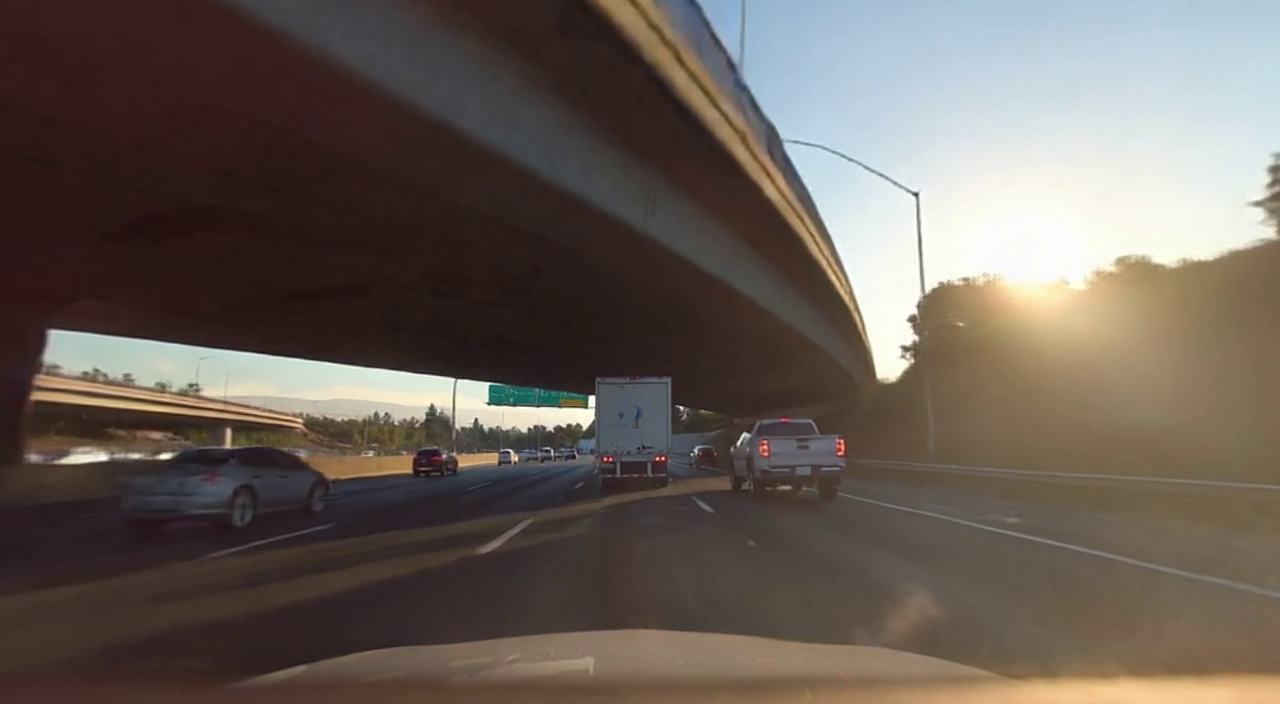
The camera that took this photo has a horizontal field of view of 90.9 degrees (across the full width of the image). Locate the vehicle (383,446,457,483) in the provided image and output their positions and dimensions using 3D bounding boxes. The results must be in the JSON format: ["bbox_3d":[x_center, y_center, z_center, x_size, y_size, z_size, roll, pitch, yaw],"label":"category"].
[{"bbox_3d":[-11.287,5.782,32.826,2.119,1.747,5.121,0,-9,-1],"label":"vehicle"}]

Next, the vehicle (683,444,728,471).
[{"bbox_3d":[4.017,6.564,39.398,2.108,1.508,4.744,0,-9,-2],"label":"vehicle"}]

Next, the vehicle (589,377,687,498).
[{"bbox_3d":[-0.206,3.383,24.338,2.916,3.584,10.841,0,-9,-1],"label":"vehicle"}]

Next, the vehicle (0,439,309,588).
[{"bbox_3d":[-6.996,2.046,8.949,2.057,1.506,4.829,0,-9,-1],"label":"vehicle"}]

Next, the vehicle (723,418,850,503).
[{"bbox_3d":[3.781,2.942,17.389,2.174,1.968,5.016,0,-9,-1],"label":"vehicle"}]
